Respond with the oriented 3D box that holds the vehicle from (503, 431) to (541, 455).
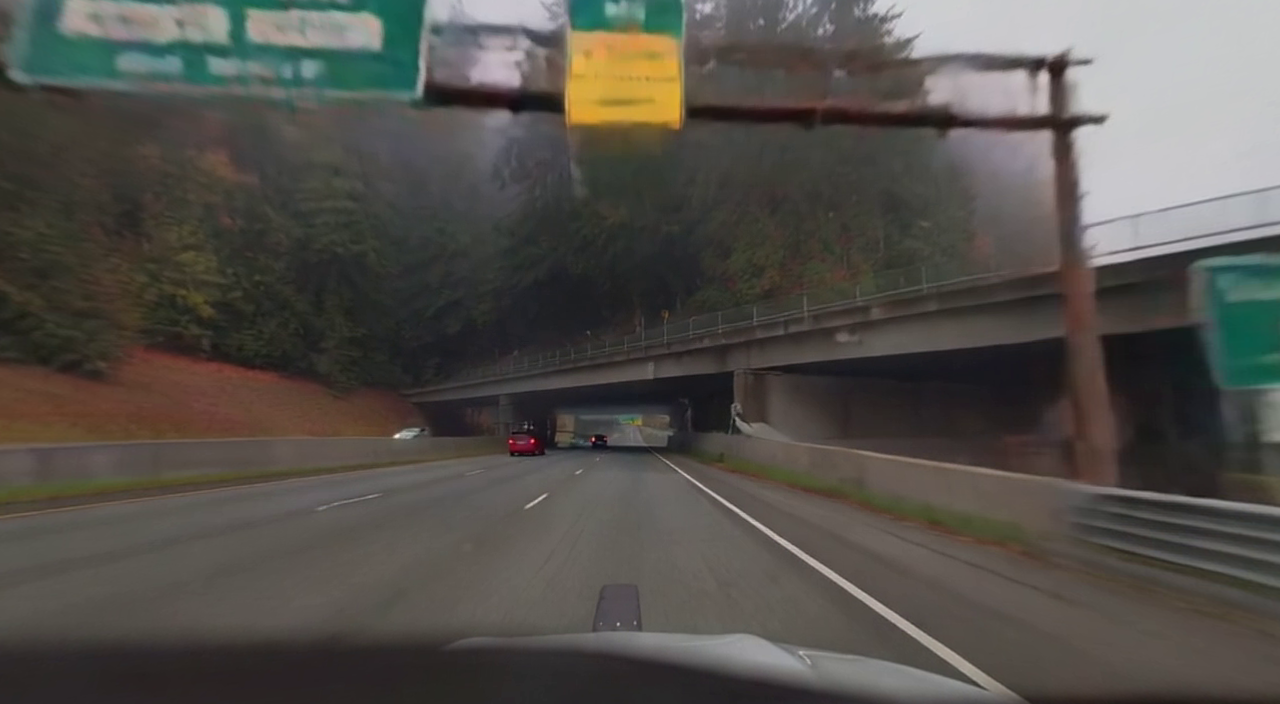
[{"bbox_3d":[-8.654,6.686,46.429,1.987,1.677,4.580,0,-8,0],"label":"vehicle"}]
